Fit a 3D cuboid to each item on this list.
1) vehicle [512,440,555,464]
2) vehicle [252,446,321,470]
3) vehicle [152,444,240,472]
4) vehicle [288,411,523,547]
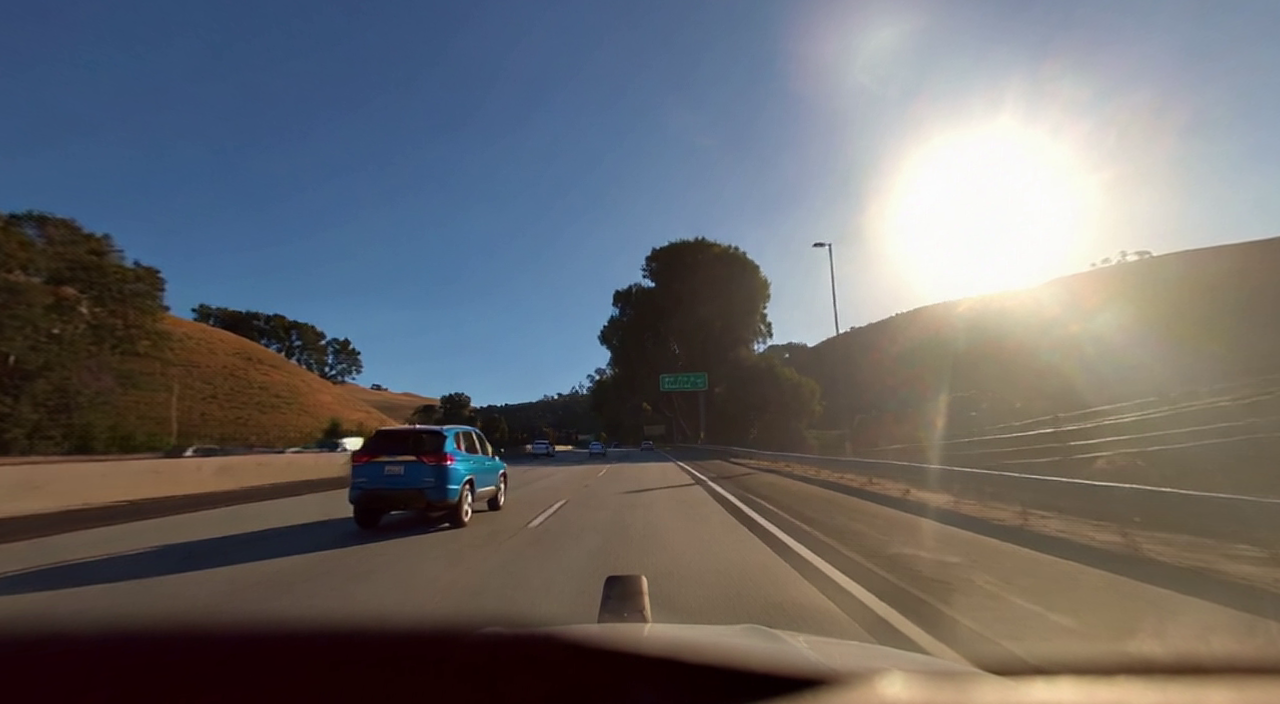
[{"bbox_3d":[-6.960,6.583,41.746,1.963,1.476,4.739,-1,-8,1],"label":"vehicle"},{"bbox_3d":[-24.189,7.251,43.378,1.979,1.478,4.691,-1,-8,1],"label":"vehicle"},{"bbox_3d":[-28.168,6.702,40.207,2.100,1.617,4.780,-1,-8,1],"label":"vehicle"},{"bbox_3d":[-3.460,1.981,10.454,2.138,1.718,4.415,-1,-8,1],"label":"vehicle"}]
